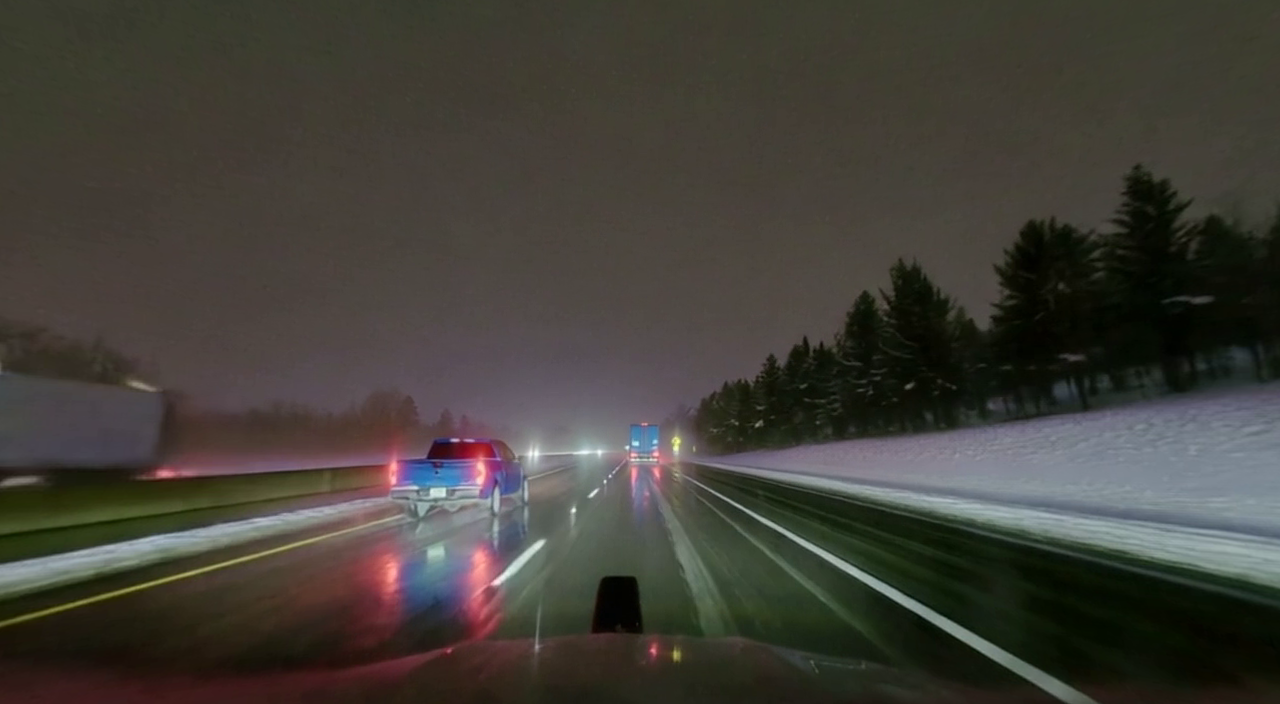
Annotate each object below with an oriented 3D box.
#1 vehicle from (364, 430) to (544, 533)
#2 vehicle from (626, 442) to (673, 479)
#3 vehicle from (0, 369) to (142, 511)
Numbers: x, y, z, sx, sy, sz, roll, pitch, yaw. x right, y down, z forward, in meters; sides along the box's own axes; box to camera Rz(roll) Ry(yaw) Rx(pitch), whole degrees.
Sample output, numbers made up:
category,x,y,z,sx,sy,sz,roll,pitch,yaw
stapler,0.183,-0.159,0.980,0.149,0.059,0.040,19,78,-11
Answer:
category,x,y,z,sx,sy,sz,roll,pitch,yaw
vehicle,-3.407,2.494,12.641,2.181,1.653,4.691,0,-9,0
vehicle,0.423,5.511,31.929,2.230,1.715,4.243,0,-9,0
vehicle,-16.281,2.080,14.795,2.675,3.281,7.573,0,-9,0
